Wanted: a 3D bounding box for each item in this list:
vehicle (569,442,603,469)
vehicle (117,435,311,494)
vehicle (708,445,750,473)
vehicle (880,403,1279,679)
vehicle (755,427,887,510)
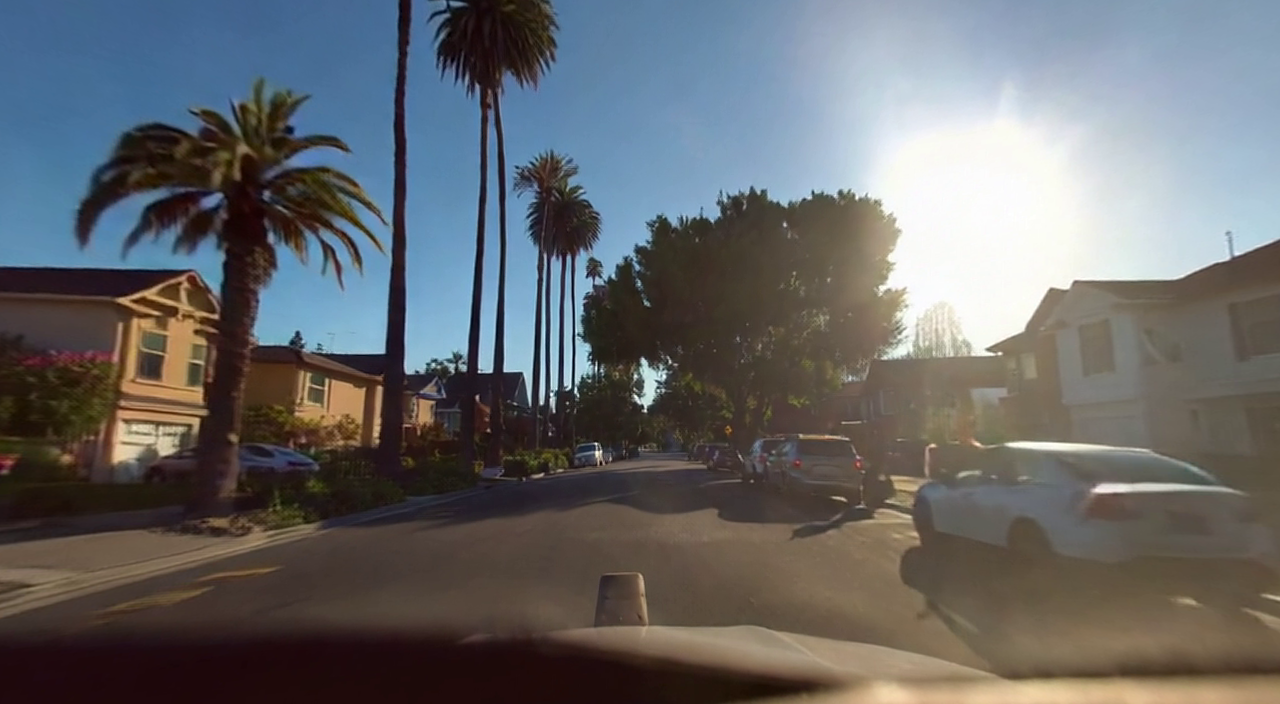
[{"bbox_3d":[-3.973,7.719,47.316,2.149,1.877,5.082,-2,-9,-1],"label":"vehicle"},{"bbox_3d":[-12.837,3.386,19.257,4.448,1.679,1.972,0,-9,2],"label":"vehicle"},{"bbox_3d":[5.344,6.490,38.500,2.056,1.464,4.493,3,-9,2],"label":"vehicle"},{"bbox_3d":[4.373,1.588,6.507,1.971,1.663,5.076,3,-9,2],"label":"vehicle"},{"bbox_3d":[4.525,3.002,16.770,2.166,1.766,5.186,1,-9,2],"label":"vehicle"}]
